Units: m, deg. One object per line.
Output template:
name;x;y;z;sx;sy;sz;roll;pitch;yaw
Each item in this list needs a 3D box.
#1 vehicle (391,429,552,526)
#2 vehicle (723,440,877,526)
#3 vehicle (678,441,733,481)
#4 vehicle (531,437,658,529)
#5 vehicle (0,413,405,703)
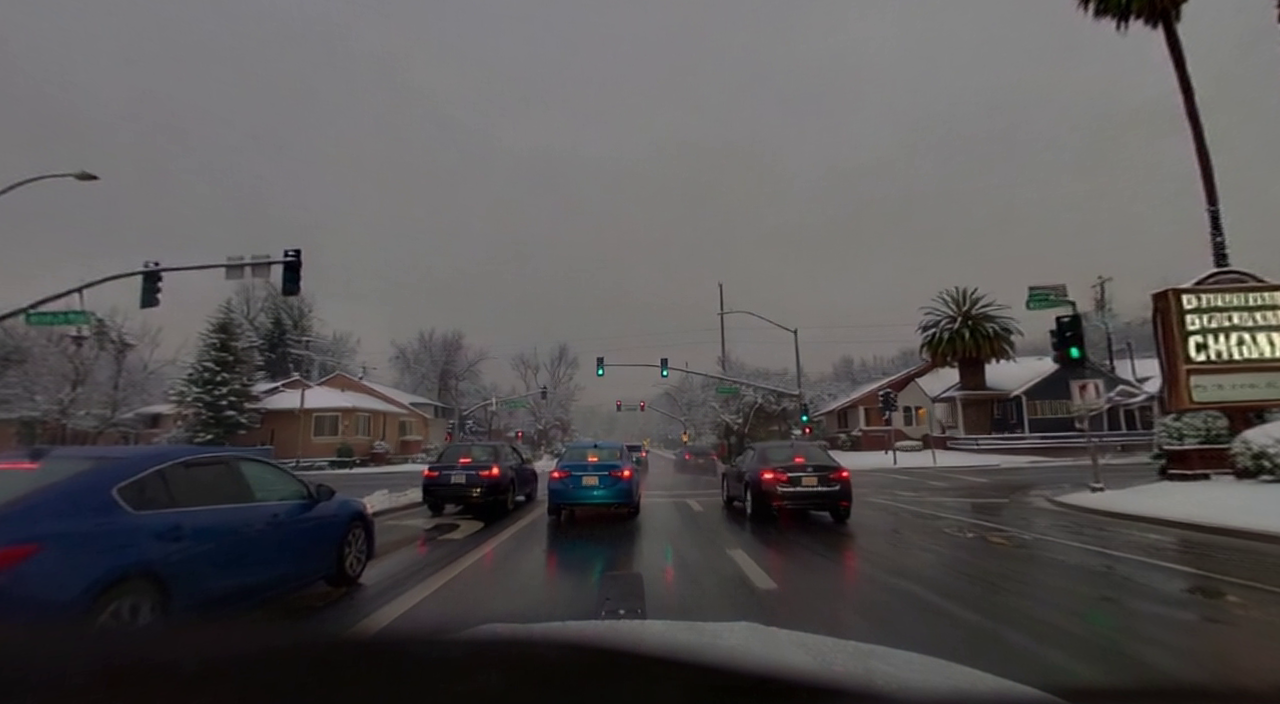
vehicle;-3.339;2.586;13.601;2.024;1.701;4.572;-1;-8;2
vehicle;3.059;2.586;13.136;2.014;1.464;4.312;0;-8;-1
vehicle;2.858;4.839;28.395;1.956;1.615;4.205;0;-8;-1
vehicle;-0.738;2.478;12.501;2.104;1.500;3.815;0;-8;1
vehicle;-3.669;1.319;4.747;2.058;1.474;4.473;0;-8;0
